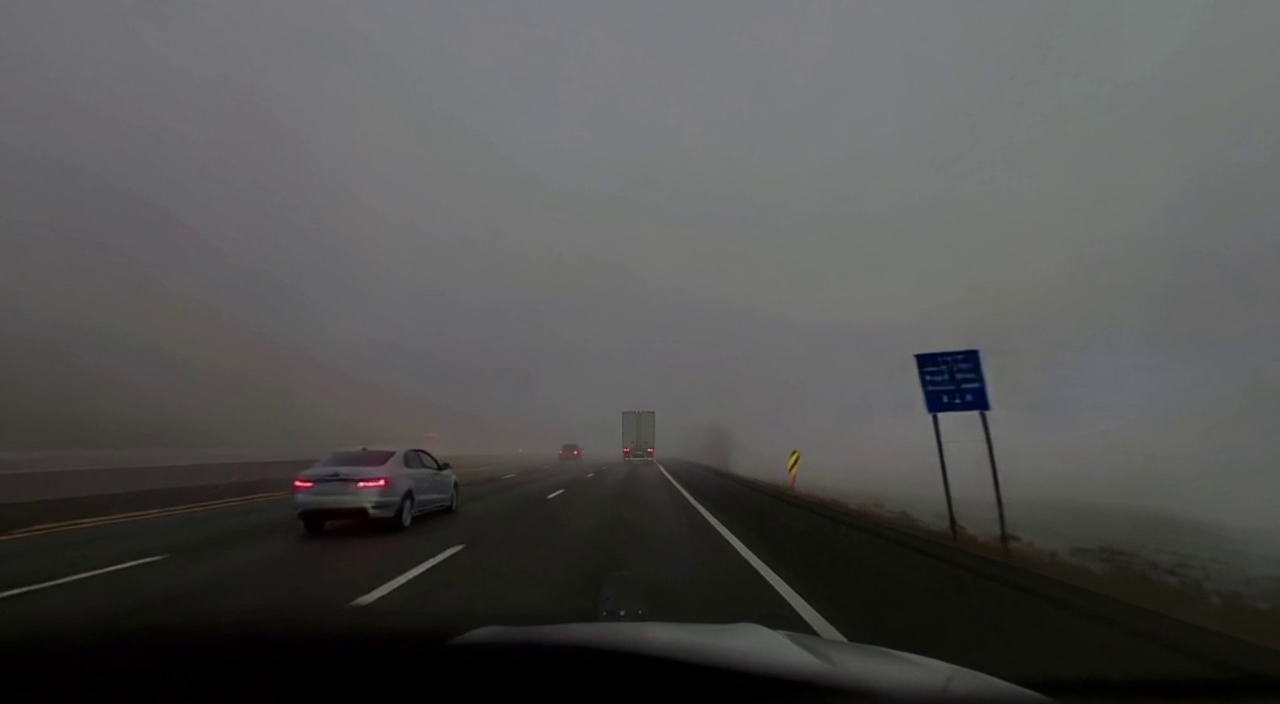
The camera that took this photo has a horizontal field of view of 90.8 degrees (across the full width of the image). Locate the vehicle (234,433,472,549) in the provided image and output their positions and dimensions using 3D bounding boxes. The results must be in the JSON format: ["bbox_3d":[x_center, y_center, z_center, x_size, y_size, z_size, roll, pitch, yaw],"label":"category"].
[{"bbox_3d":[-4.336,2.156,10.363,2.024,1.515,3.907,0,-9,0],"label":"vehicle"}]
